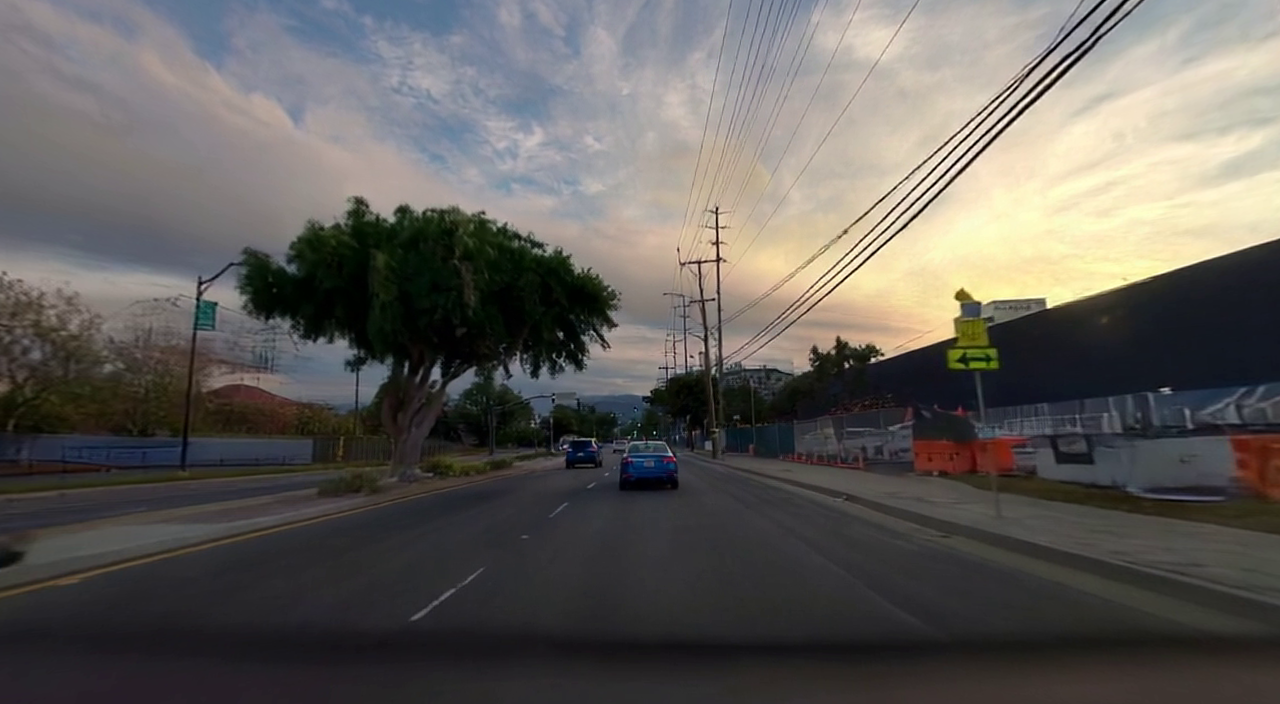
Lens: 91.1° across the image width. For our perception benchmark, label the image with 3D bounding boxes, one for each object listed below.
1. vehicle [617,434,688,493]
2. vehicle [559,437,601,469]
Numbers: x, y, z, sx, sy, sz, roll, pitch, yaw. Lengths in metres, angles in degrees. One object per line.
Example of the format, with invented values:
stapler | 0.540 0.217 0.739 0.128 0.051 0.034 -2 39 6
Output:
vehicle | 0.333 3.523 20.178 2.059 1.691 3.980 0 -8 -1
vehicle | -3.614 6.155 38.512 2.078 1.804 4.387 0 -8 1
